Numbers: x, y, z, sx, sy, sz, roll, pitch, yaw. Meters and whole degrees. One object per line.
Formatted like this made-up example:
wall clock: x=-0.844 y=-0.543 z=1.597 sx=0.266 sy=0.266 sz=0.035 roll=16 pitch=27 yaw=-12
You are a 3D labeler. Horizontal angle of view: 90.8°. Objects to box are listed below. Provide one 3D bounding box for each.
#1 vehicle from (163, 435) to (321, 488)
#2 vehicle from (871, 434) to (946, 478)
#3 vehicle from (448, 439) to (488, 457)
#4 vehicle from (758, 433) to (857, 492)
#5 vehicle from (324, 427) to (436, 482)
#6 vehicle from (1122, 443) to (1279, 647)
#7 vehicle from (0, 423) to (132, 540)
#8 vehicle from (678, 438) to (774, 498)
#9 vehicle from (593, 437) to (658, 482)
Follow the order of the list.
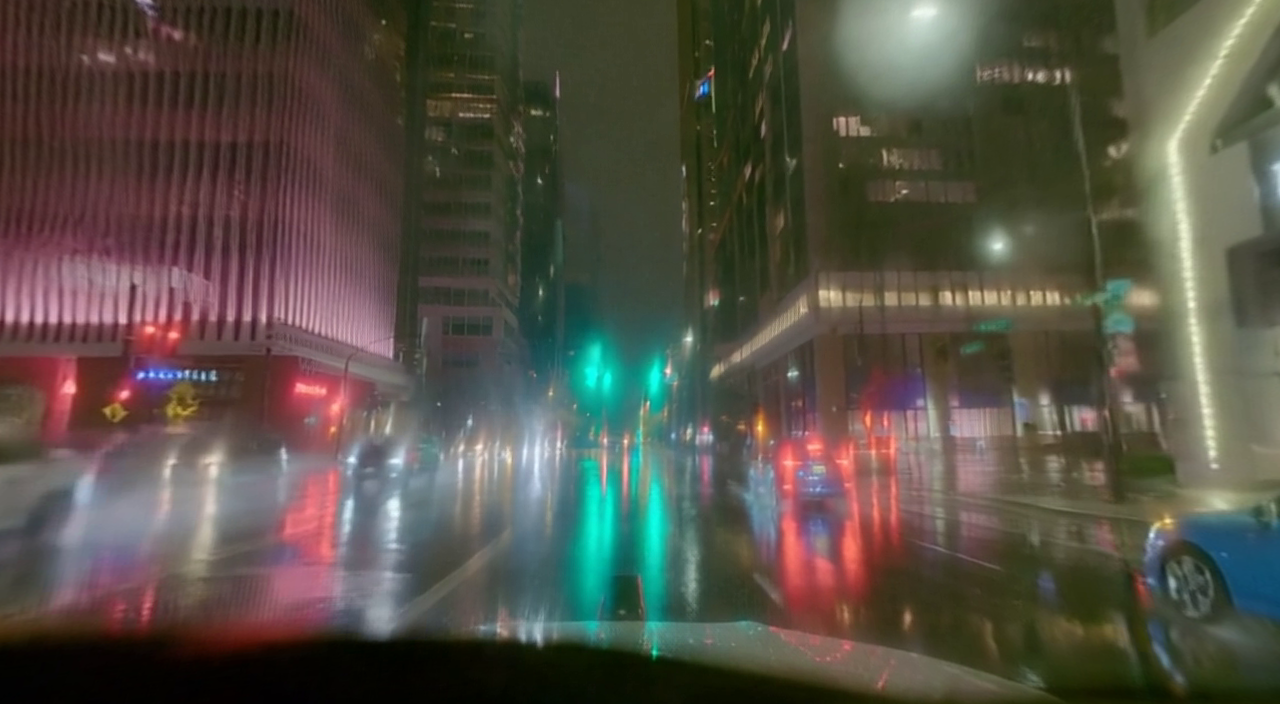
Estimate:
vehicle: x=-12.774 y=3.523 z=20.785 sx=1.983 sy=1.513 sz=5.030 roll=0 pitch=-8 yaw=-1
vehicle: x=12.089 y=4.599 z=28.251 sx=2.008 sy=1.794 sz=4.640 roll=-6 pitch=-10 yaw=35
vehicle: x=-13.193 y=7.372 z=48.715 sx=1.939 sy=1.326 sz=4.340 roll=0 pitch=-8 yaw=0
vehicle: x=5.488 y=3.673 z=21.410 sx=2.015 sy=1.745 sz=4.444 roll=0 pitch=-8 yaw=-2
vehicle: x=-9.480 y=3.798 z=23.593 sx=2.142 sy=1.817 sz=4.823 roll=0 pitch=-8 yaw=0
vehicle: x=5.674 y=1.283 z=3.737 sx=1.914 sy=1.484 sz=4.639 roll=0 pitch=-8 yaw=-1
vehicle: x=-10.020 y=1.865 z=9.156 sx=1.879 sy=1.637 sz=4.100 roll=0 pitch=-8 yaw=0
vehicle: x=2.271 y=3.219 z=18.024 sx=1.987 sy=1.484 sz=4.427 roll=0 pitch=-8 yaw=-2
vehicle: x=-0.511 y=3.794 z=22.570 sx=2.096 sy=1.457 sz=4.160 roll=0 pitch=-8 yaw=-1
